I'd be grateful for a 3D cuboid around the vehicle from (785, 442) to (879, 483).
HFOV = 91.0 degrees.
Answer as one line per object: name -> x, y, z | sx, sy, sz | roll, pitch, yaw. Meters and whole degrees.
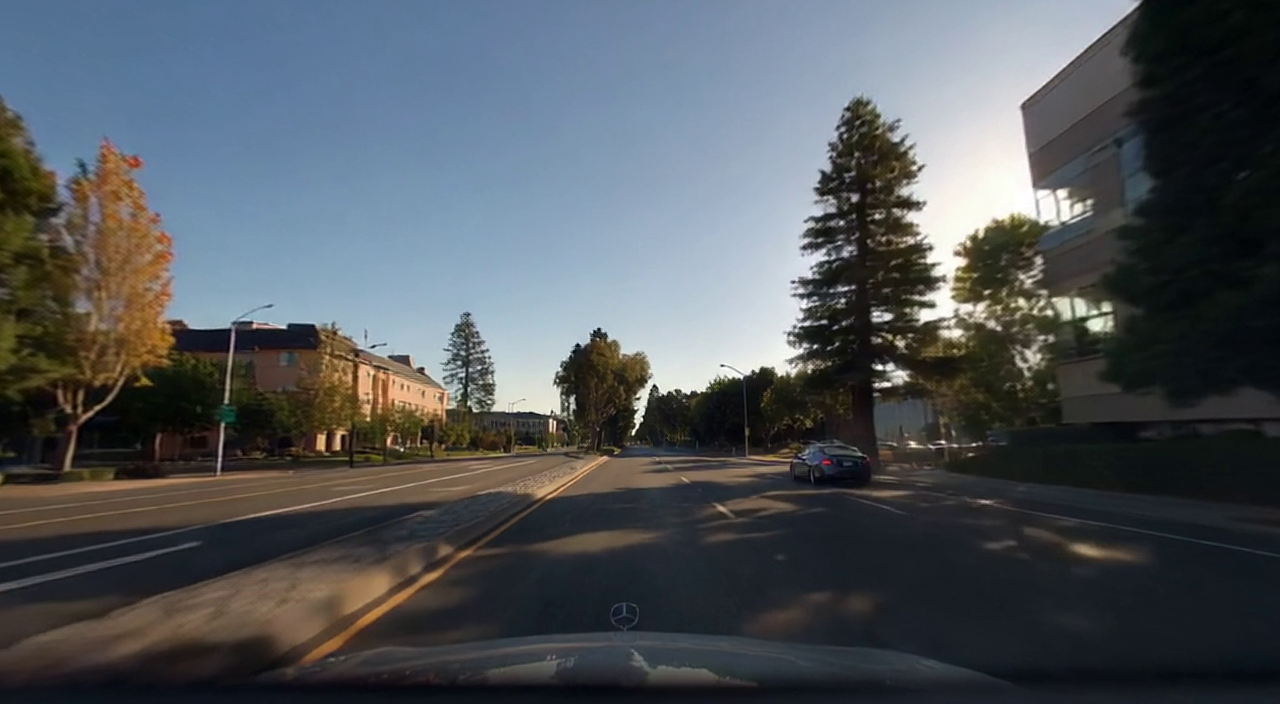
vehicle -> 7.174, 4.157, 24.037 | 2.054, 1.421, 4.487 | 0, -8, -1
